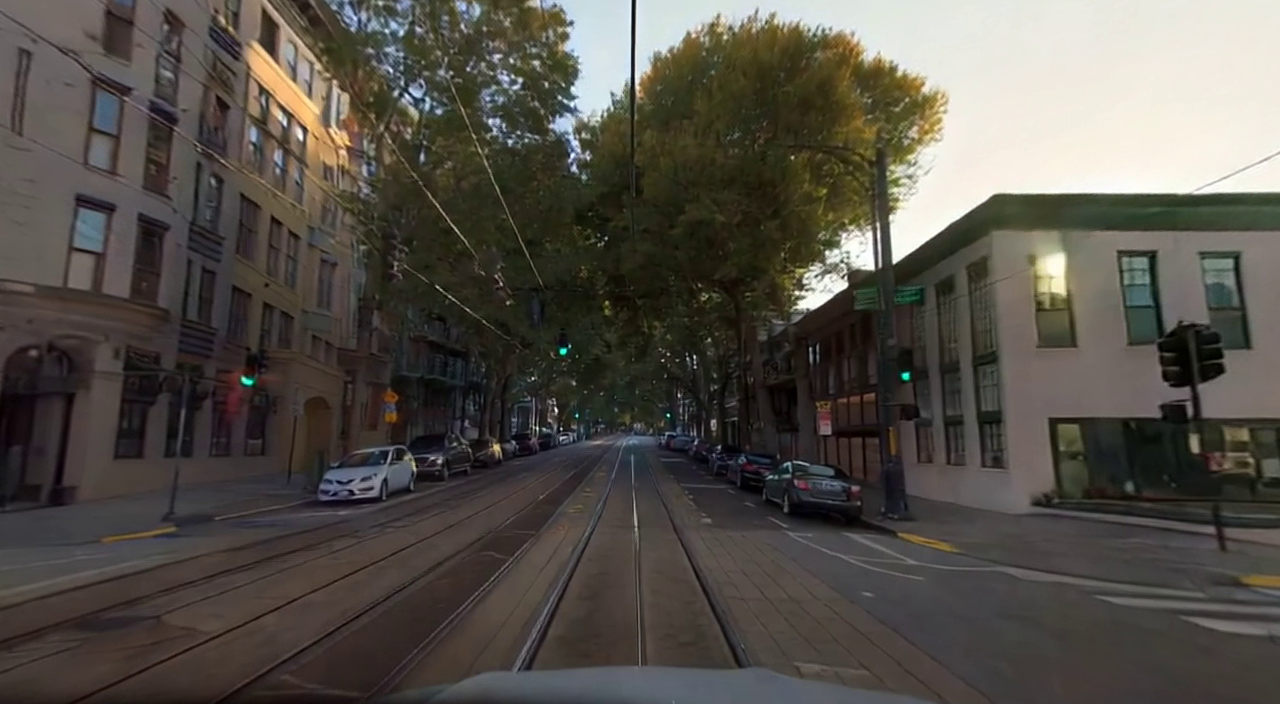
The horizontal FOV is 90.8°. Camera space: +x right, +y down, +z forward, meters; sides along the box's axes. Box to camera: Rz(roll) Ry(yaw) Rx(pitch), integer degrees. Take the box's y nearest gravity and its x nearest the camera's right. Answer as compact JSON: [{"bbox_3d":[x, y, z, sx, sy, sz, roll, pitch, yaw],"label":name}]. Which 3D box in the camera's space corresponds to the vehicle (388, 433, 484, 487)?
[{"bbox_3d":[-7.383,3.989,23.410,1.861,1.751,4.550,1,-9,2],"label":"vehicle"}]

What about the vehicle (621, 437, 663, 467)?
[{"bbox_3d":[0.058,5.476,34.760,1.984,1.571,3.404,1,-8,-5],"label":"vehicle"}]

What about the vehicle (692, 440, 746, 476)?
[{"bbox_3d":[3.730,5.068,30.473,1.890,1.559,4.281,0,-8,-2],"label":"vehicle"}]

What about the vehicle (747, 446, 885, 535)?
[{"bbox_3d":[3.878,3.085,14.744,1.929,1.723,4.134,0,-8,-2],"label":"vehicle"}]

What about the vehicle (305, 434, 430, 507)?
[{"bbox_3d":[-7.400,3.405,17.648,1.779,1.588,3.953,2,-16,-2],"label":"vehicle"}]
